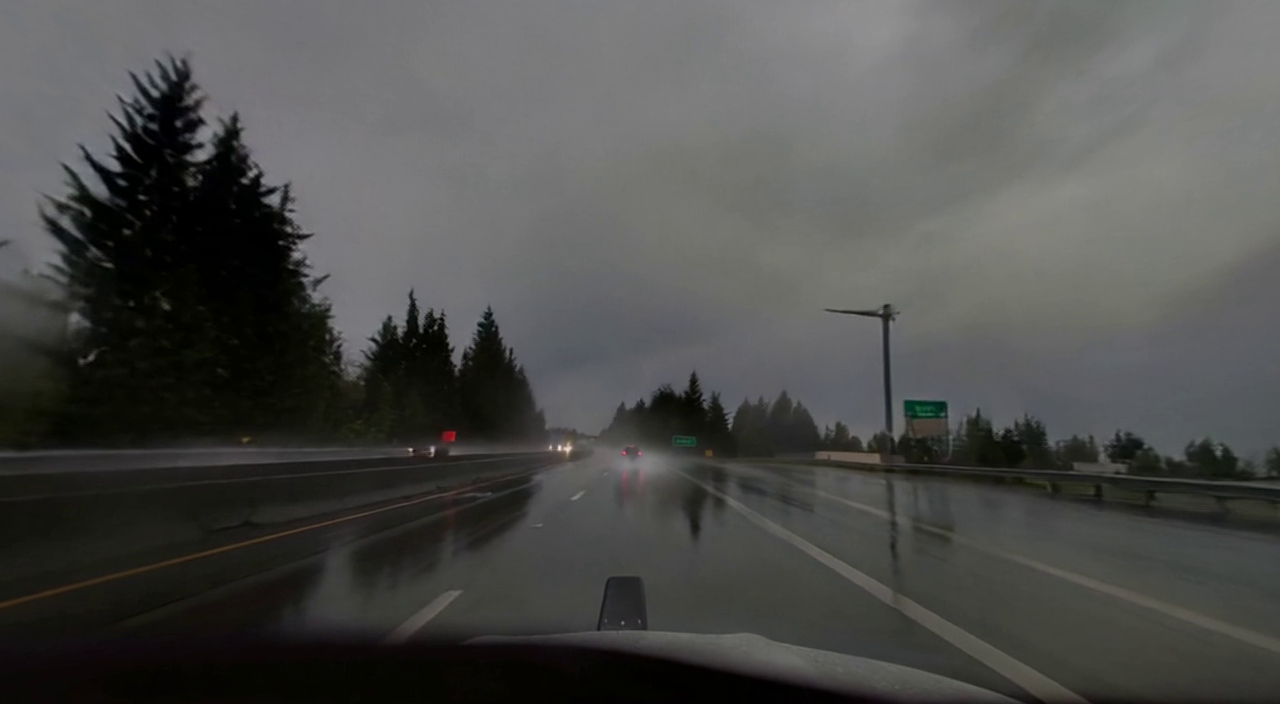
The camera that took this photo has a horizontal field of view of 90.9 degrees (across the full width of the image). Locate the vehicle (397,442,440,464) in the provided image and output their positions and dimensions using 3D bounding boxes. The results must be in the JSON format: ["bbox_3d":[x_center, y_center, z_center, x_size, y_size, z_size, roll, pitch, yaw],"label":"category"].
[{"bbox_3d":[-15.213,6.963,43.496,1.736,1.432,3.567,0,-9,-2],"label":"vehicle"}]
